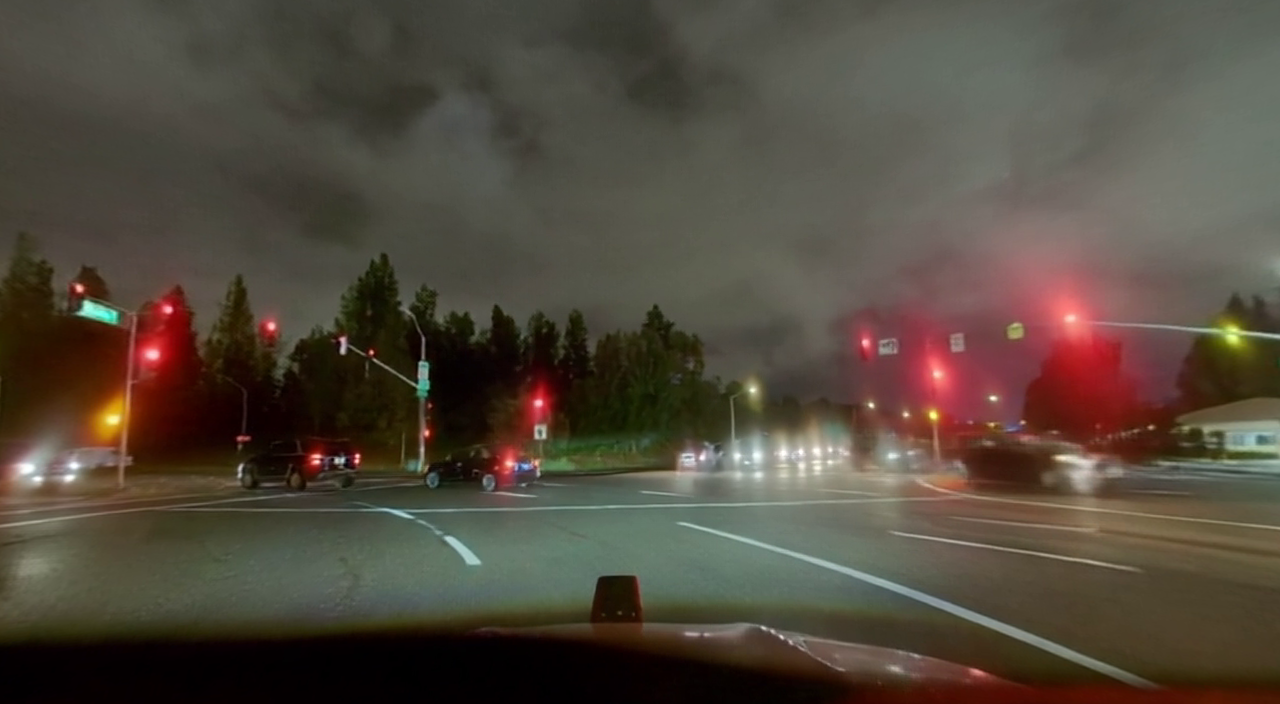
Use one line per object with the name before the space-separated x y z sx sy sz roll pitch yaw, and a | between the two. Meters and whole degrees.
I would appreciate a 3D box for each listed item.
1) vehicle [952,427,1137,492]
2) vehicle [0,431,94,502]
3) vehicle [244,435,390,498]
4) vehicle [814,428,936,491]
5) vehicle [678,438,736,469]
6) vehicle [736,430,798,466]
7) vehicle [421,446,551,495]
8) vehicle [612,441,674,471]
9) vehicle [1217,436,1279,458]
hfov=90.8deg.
vehicle | 11.212 3.016 18.031 1.976 1.573 4.543 1 -9 -5
vehicle | -19.255 3.445 19.032 4.658 1.911 2.162 -5 -10 22
vehicle | -10.368 3.581 20.178 4.616 1.733 2.351 -7 -11 38
vehicle | 6.781 3.152 18.856 2.126 1.626 4.585 -1 -9 3
vehicle | 3.955 5.864 36.605 2.210 1.542 4.501 -6 -10 20
vehicle | 7.385 5.517 36.264 2.517 1.875 5.774 -3 -9 20
vehicle | -5.311 3.947 21.494 4.581 1.460 1.965 -8 -11 41
vehicle | 0.239 6.143 37.406 2.210 1.565 4.588 -6 -10 19
vehicle | 43.692 6.717 44.539 3.825 1.438 1.968 -5 -10 22
